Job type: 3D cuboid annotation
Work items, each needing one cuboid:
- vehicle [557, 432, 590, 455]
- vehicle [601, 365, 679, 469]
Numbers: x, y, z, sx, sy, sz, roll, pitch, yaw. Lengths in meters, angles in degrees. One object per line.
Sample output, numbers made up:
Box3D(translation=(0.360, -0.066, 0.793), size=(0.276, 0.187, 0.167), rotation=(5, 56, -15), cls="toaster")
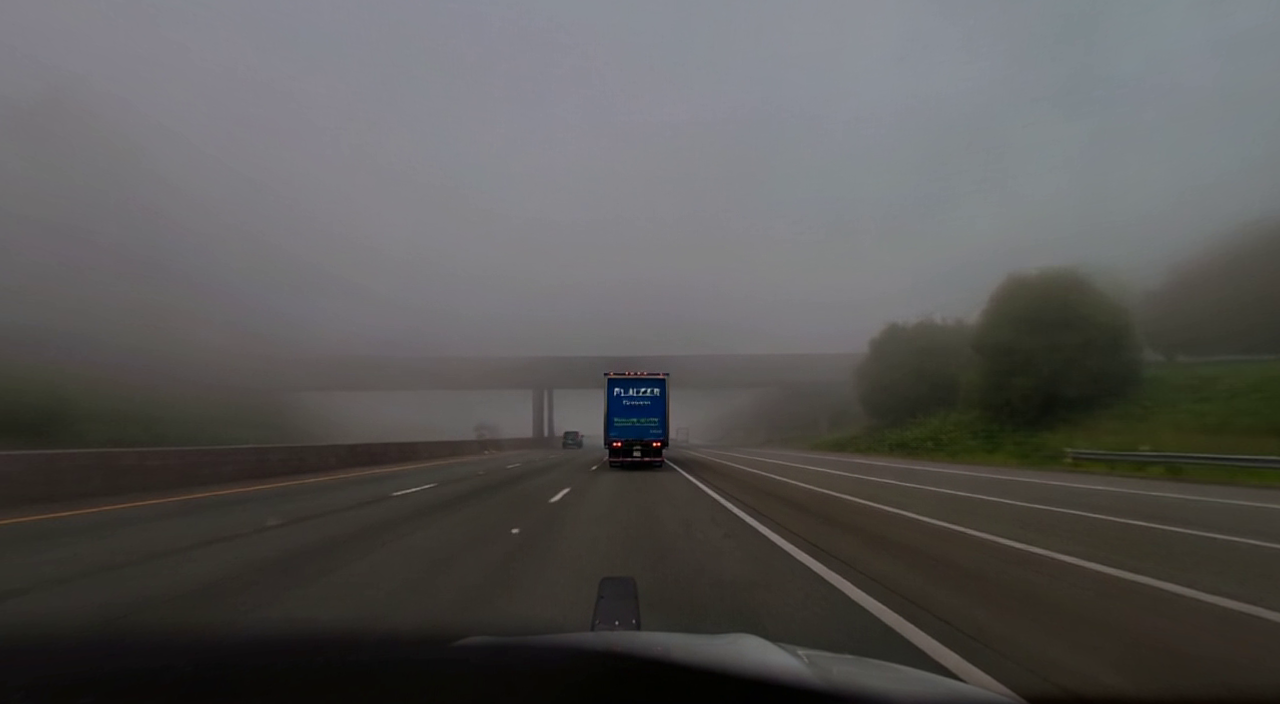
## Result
Box3D(translation=(-5.149, 7.149, 49.420), size=(2.198, 1.712, 4.655), rotation=(0, -8, -1), cls="vehicle")
Box3D(translation=(-0.127, 3.254, 29.942), size=(2.926, 3.959, 11.818), rotation=(0, -8, -1), cls="vehicle")
